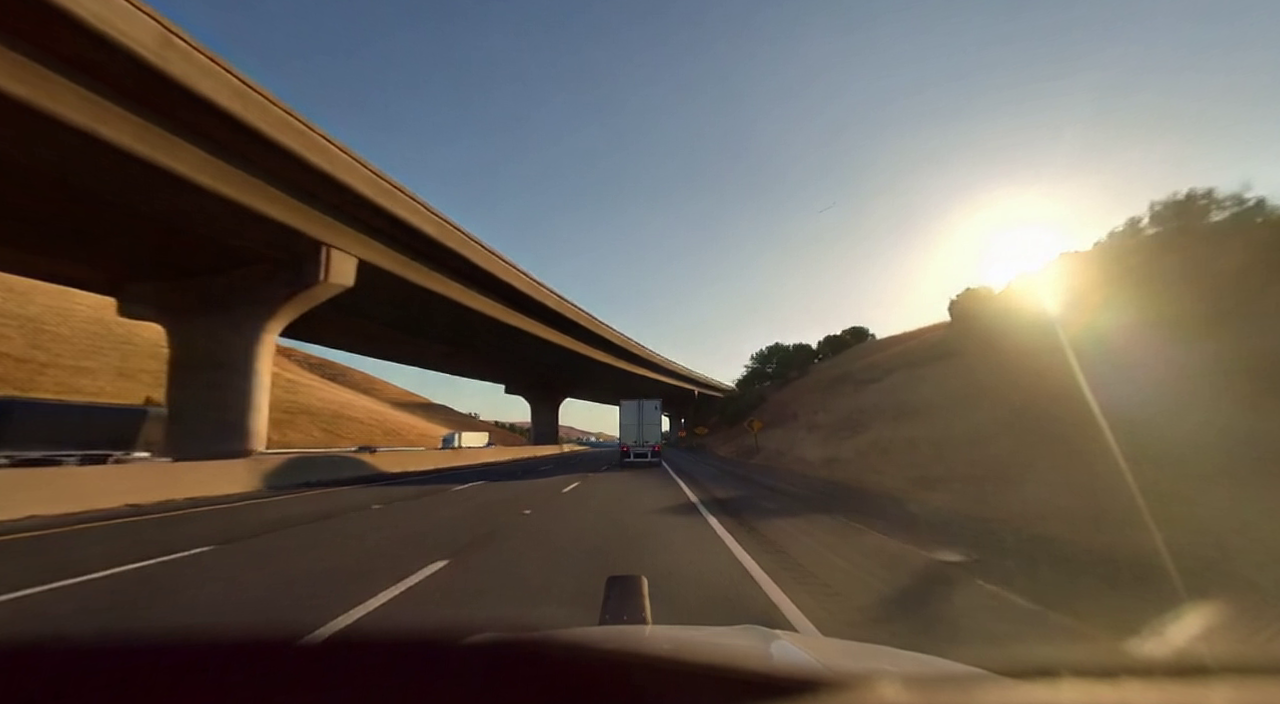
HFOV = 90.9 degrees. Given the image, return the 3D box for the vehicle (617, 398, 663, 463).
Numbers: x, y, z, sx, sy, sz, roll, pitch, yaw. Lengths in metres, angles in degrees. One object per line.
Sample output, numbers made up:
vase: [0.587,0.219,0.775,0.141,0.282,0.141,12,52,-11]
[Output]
vehicle: [-0.016,5.683,44.811,2.866,4.014,11.261,0,-8,0]
